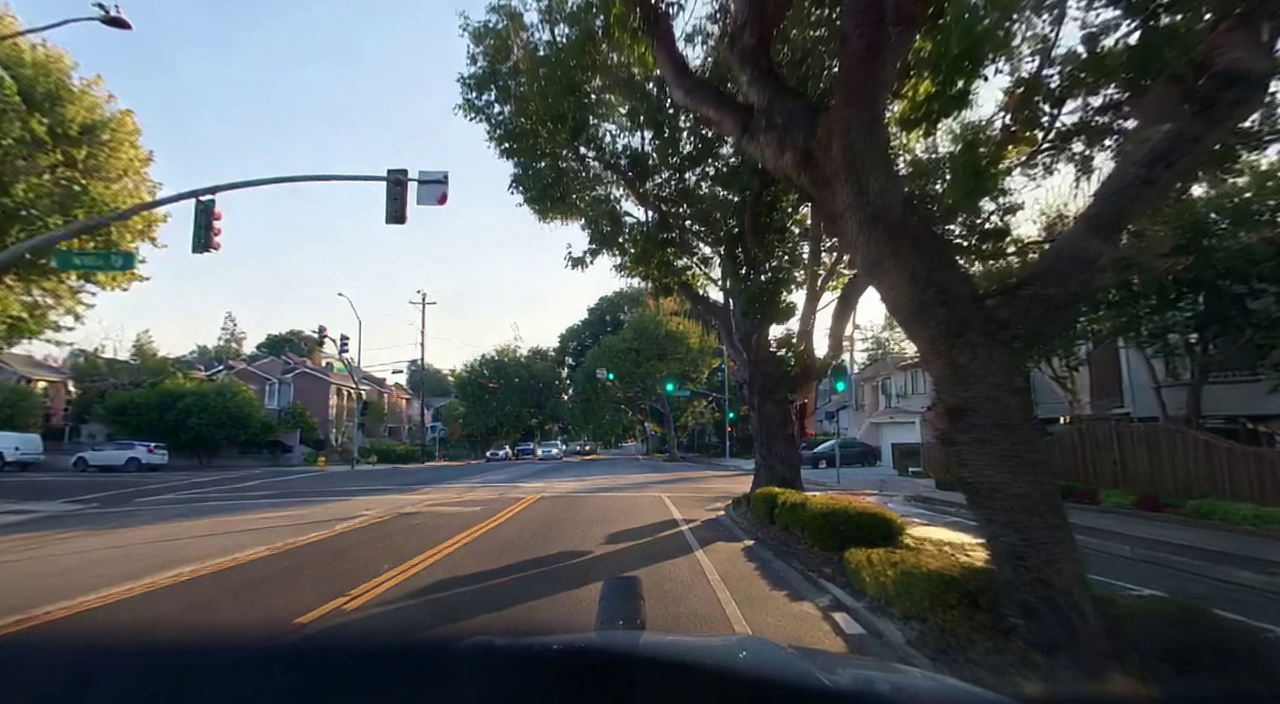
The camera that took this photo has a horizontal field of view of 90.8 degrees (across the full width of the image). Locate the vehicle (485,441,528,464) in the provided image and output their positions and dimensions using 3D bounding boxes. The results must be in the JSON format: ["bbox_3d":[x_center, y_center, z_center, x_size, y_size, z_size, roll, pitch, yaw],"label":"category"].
[{"bbox_3d":[-9.278,7.022,44.309,1.985,1.475,4.383,0,-8,1],"label":"vehicle"}]

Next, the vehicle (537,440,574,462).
[{"bbox_3d":[-5.867,6.923,44.391,2.003,1.462,4.220,0,-8,1],"label":"vehicle"}]

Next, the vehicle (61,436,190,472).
[{"bbox_3d":[-27.068,5.379,33.389,4.802,1.776,2.090,1,-8,-6],"label":"vehicle"}]
